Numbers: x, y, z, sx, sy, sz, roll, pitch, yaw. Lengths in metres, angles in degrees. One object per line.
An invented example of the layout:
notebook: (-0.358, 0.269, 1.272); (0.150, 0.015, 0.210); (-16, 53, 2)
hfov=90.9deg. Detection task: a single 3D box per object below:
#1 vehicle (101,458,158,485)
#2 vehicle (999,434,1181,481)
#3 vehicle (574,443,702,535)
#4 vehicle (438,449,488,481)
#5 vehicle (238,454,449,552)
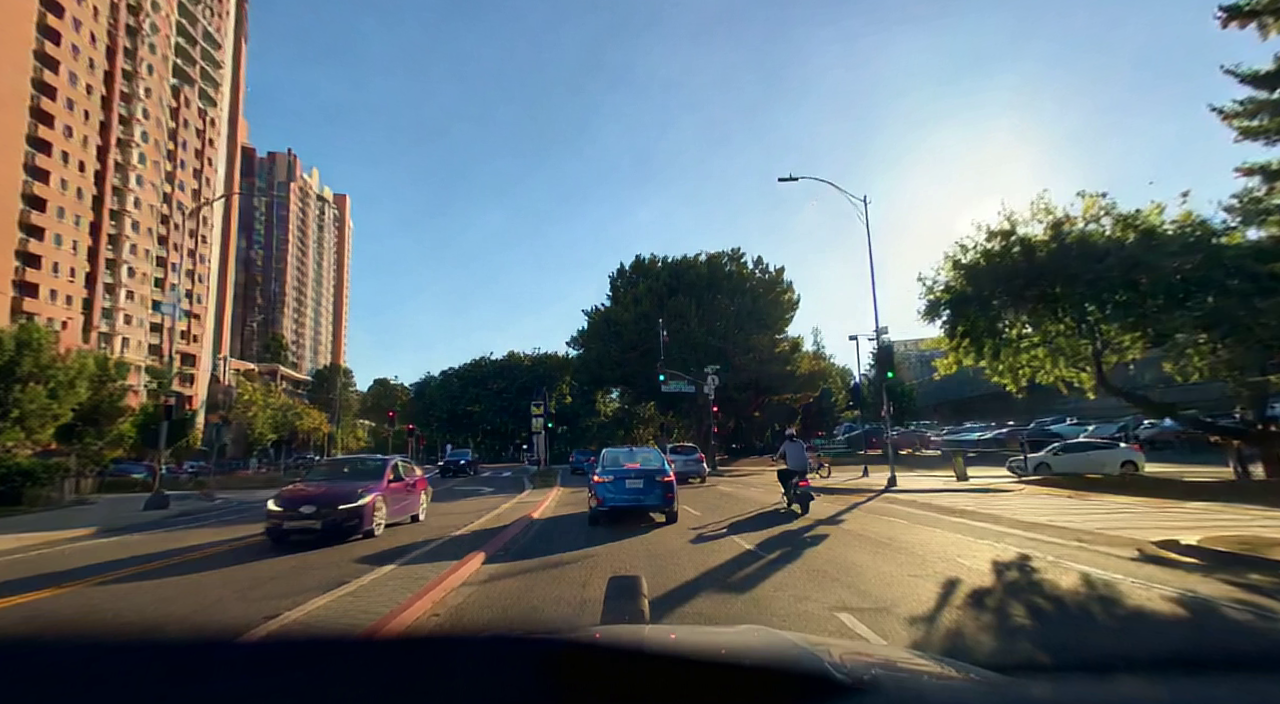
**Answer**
vehicle: (-37.541, 8.735, 46.273); (4.653, 1.795, 2.163); (-7, -11, 39)
vehicle: (15.794, 3.748, 22.533); (5.007, 1.479, 1.866); (-5, -10, 30)
vehicle: (-0.150, 2.567, 12.460); (2.118, 1.480, 3.949); (0, -9, -4)
vehicle: (-10.247, 6.540, 36.749); (1.993, 1.692, 4.226); (0, -9, -4)
vehicle: (-5.124, 2.627, 11.644); (2.079, 1.392, 4.088); (0, -9, -3)
